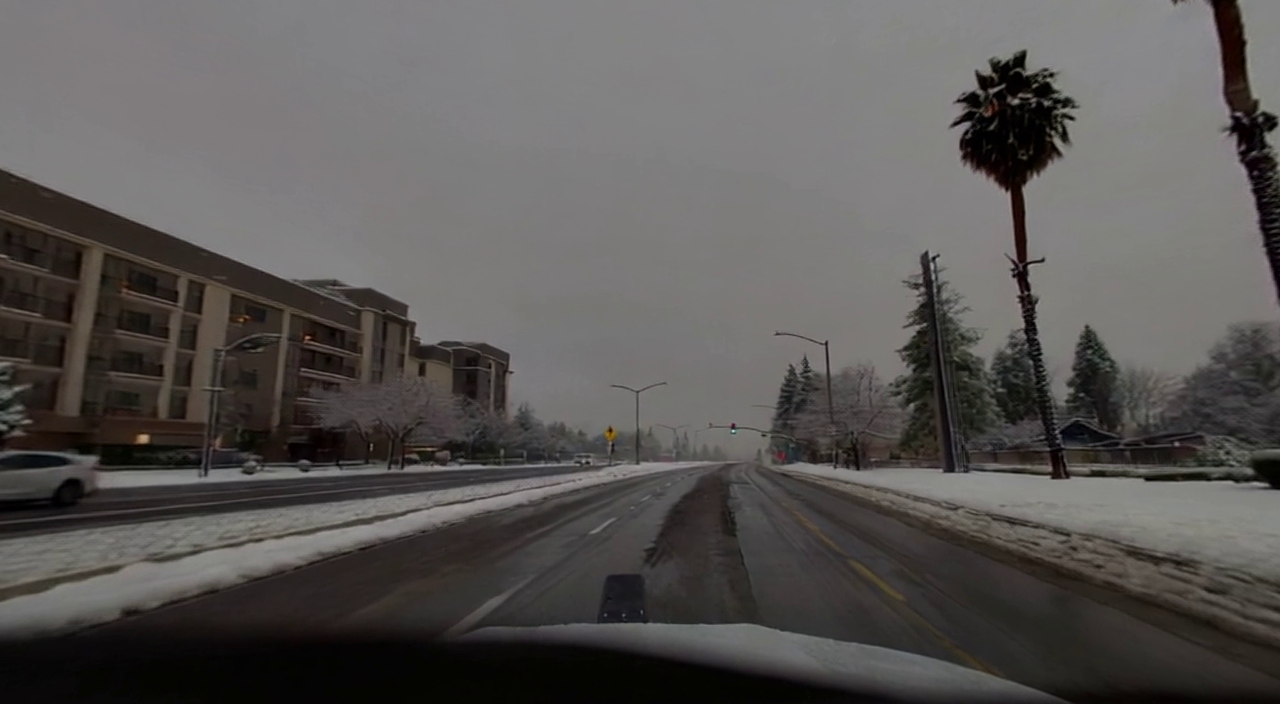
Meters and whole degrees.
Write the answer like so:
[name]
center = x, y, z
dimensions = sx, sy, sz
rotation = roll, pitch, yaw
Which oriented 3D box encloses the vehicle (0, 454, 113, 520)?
[vehicle]
center = -15.726, 3.201, 14.896
dimensions = 1.915, 1.490, 4.763
rotation = -1, -9, 8
